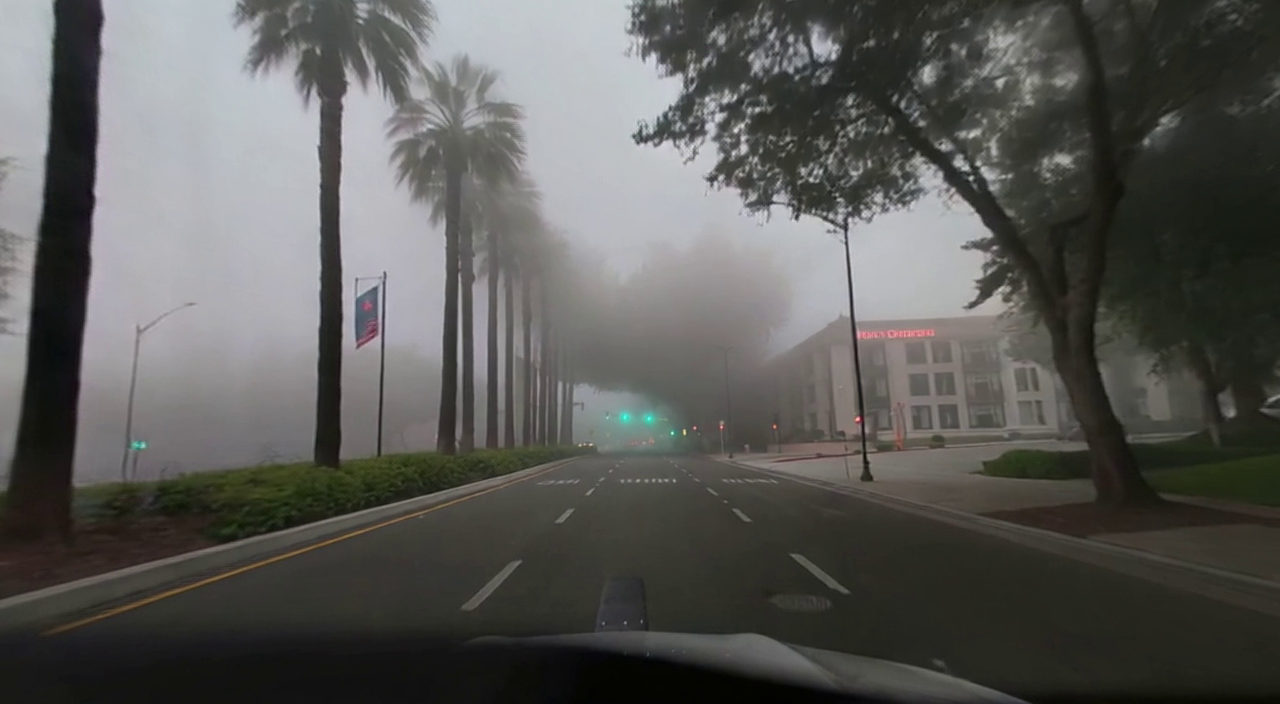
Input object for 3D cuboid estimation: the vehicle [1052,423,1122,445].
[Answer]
[{"bbox_3d":[34.588,6.410,48.947,1.820,1.571,4.697,0,-8,-3],"label":"vehicle"}]
